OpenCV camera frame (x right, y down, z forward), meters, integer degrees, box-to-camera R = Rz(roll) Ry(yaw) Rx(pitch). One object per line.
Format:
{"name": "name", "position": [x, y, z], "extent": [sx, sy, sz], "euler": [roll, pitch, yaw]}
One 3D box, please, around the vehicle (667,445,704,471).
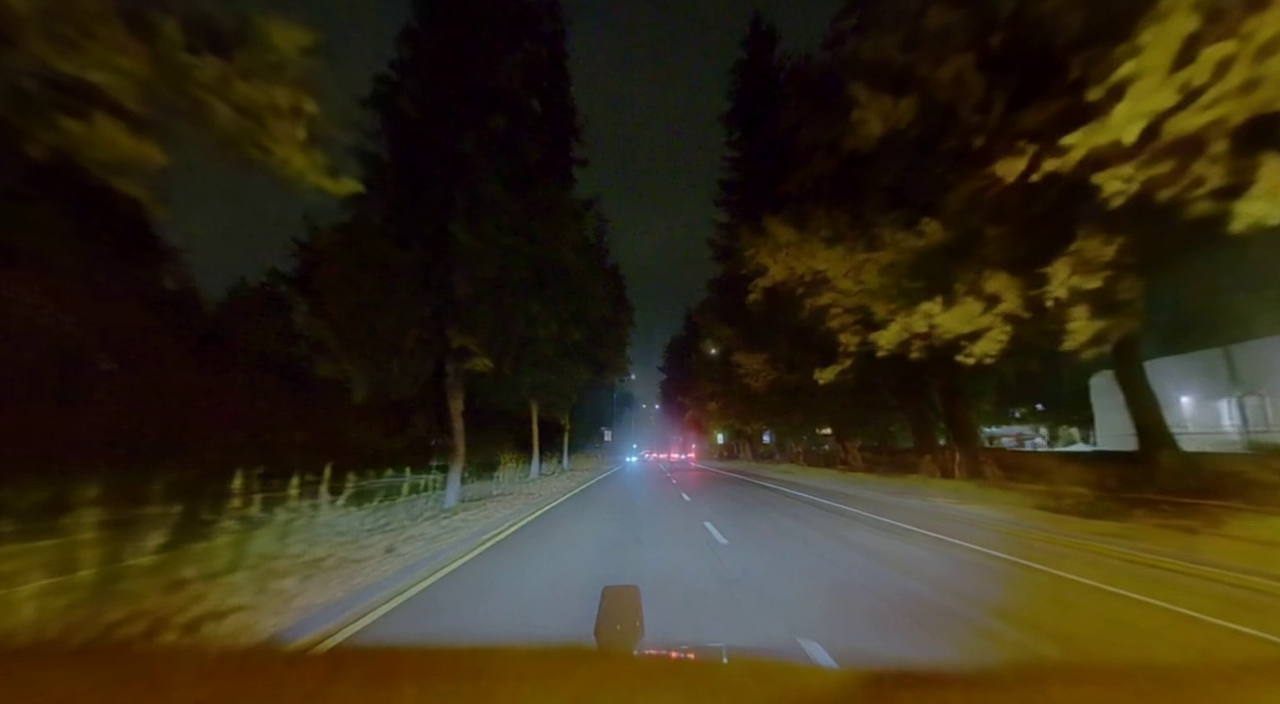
{"name": "vehicle", "position": [2.905, 6.870, 41.067], "extent": [2.044, 1.537, 4.528], "euler": [0, -9, 0]}
